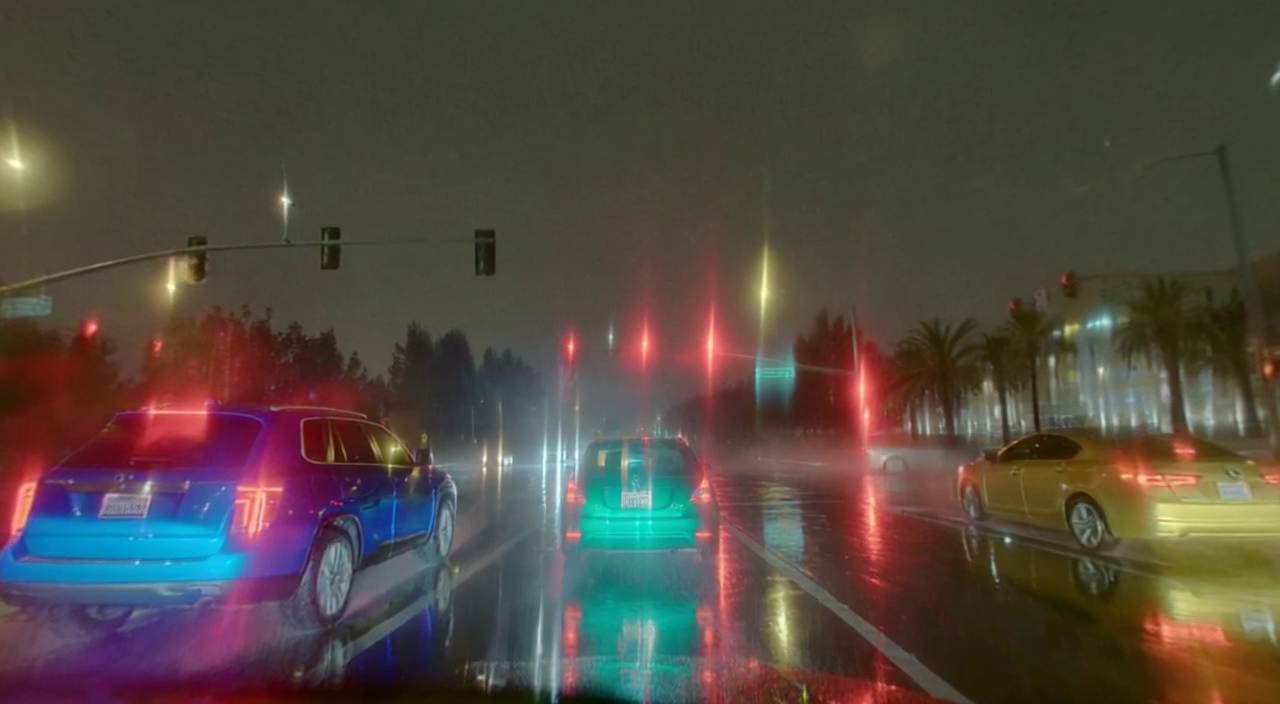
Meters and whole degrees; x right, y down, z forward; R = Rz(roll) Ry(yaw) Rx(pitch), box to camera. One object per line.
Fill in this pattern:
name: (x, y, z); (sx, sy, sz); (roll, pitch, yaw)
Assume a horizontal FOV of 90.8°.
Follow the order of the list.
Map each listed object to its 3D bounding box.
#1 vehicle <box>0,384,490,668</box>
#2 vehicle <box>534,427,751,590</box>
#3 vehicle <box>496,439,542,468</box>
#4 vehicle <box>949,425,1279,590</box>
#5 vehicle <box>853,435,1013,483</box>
vehicle: (-3.104, 1.366, 6.092); (2.051, 1.682, 4.467); (0, -8, 2)
vehicle: (-0.007, 1.701, 7.732); (1.942, 1.445, 3.973); (0, -8, -1)
vehicle: (-7.963, 6.701, 42.002); (2.130, 1.810, 4.450); (-2, -8, 1)
vehicle: (6.093, 1.760, 8.093); (1.970, 1.489, 4.482); (0, -8, -1)
vehicle: (10.497, 3.862, 22.925); (4.742, 1.605, 2.117); (0, -8, 0)
